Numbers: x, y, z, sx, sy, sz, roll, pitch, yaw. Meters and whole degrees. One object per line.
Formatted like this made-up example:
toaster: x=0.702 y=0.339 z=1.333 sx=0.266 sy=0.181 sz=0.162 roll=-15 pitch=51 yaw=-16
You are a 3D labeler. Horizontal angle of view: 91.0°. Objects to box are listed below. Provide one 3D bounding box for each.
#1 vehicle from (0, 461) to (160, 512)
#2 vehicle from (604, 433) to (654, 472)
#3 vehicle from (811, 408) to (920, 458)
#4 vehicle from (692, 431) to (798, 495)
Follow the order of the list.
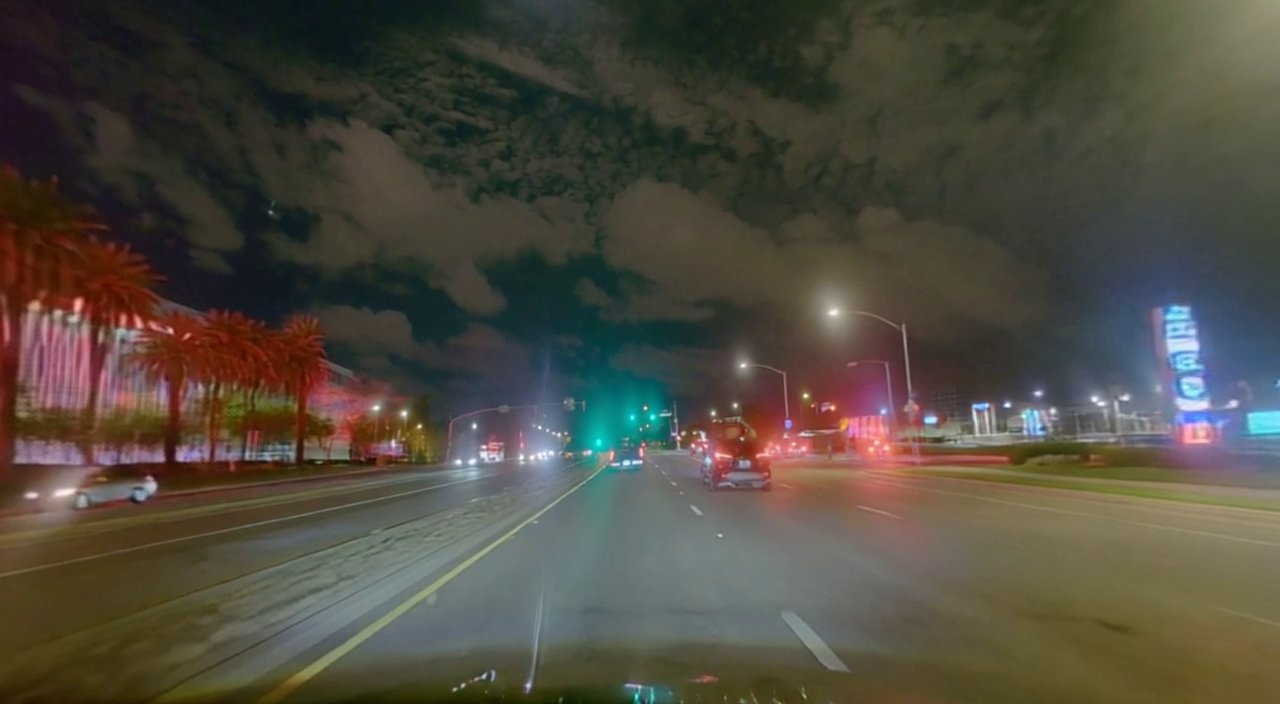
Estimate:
vehicle: x=-19.363 y=4.566 z=21.817 sx=1.847 sy=1.466 sz=4.530 roll=0 pitch=-8 yaw=-1
vehicle: x=-0.538 y=4.944 z=31.104 sx=2.277 sy=1.816 sz=4.192 roll=0 pitch=-8 yaw=-1
vehicle: x=17.334 y=6.312 z=48.718 sx=7.270 sy=3.743 sz=2.677 roll=1 pitch=-9 yaw=-4
vehicle: x=2.867 y=3.182 z=18.424 sx=2.195 sy=1.590 sz=4.668 roll=0 pitch=-9 yaw=-1
